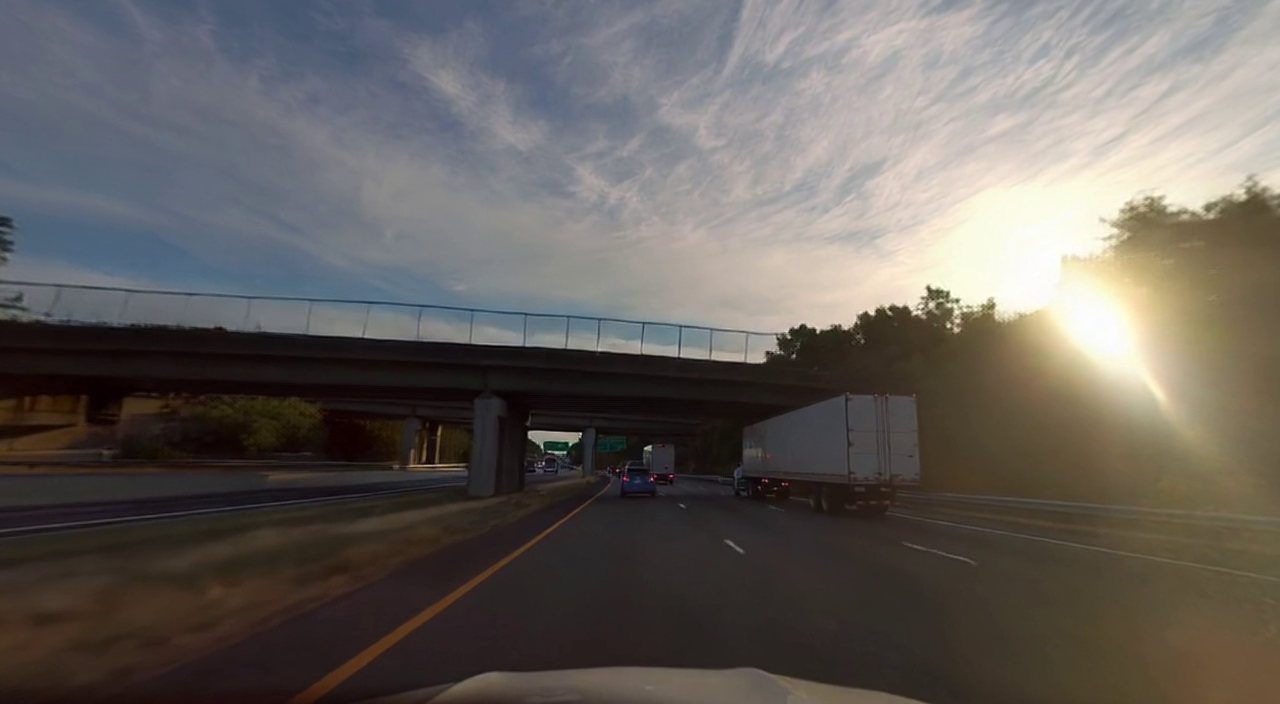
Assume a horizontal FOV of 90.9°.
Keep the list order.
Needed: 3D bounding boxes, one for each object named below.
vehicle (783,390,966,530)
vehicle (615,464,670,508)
[{"bbox_3d":[7.156,3.601,20.864,2.839,3.684,8.091,1,-11,0],"label":"vehicle"},{"bbox_3d":[0.086,5.324,25.257,2.067,1.552,3.601,1,-11,0],"label":"vehicle"}]
